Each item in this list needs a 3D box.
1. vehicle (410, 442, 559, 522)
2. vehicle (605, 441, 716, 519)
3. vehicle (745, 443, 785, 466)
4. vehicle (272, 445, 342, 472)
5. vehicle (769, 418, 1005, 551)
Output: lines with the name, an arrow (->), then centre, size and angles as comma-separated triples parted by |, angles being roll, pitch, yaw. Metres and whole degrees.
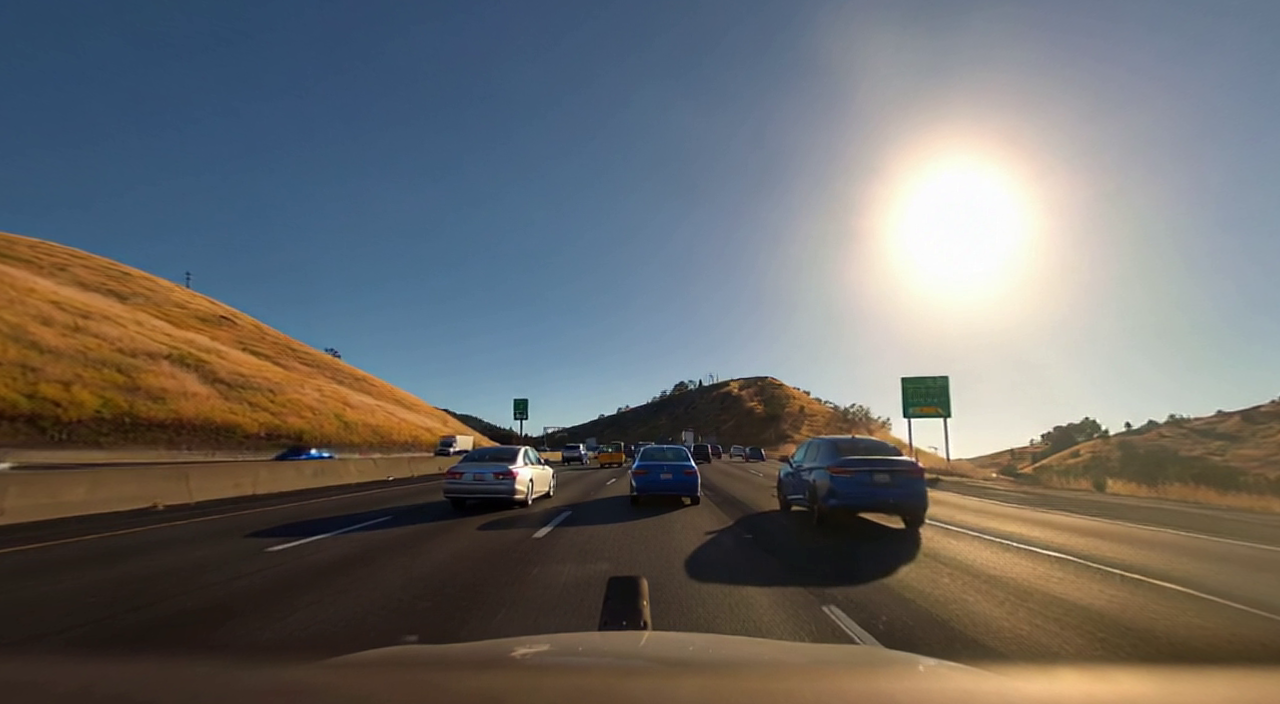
vehicle -> -3.140, 2.713, 13.785 | 2.017, 1.446, 4.384 | 0, -8, 2
vehicle -> 0.417, 2.688, 13.762 | 2.072, 1.431, 3.904 | 0, -8, 1
vehicle -> 8.801, 7.275, 44.931 | 2.097, 1.515, 4.593 | -1, -8, 3
vehicle -> -23.481, 7.491, 44.693 | 2.062, 1.794, 4.892 | -1, -8, 4
vehicle -> 3.669, 2.060, 10.541 | 2.083, 1.693, 4.740 | 0, -8, 1
